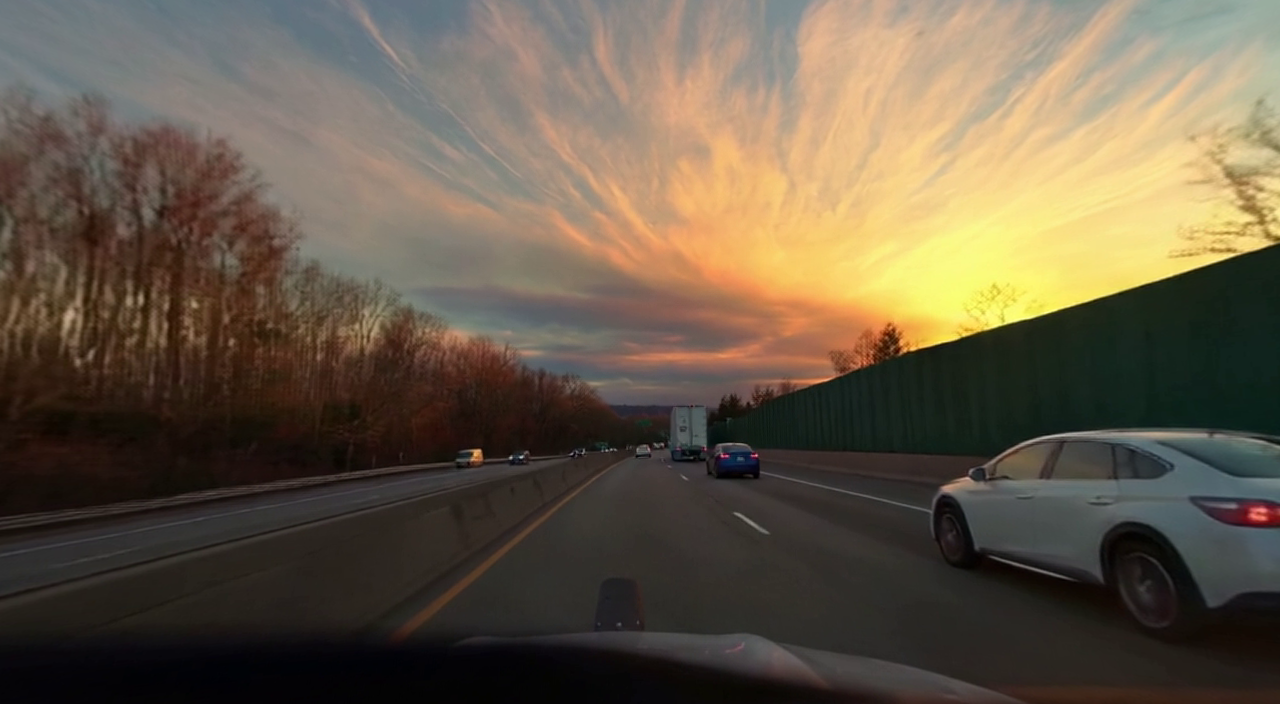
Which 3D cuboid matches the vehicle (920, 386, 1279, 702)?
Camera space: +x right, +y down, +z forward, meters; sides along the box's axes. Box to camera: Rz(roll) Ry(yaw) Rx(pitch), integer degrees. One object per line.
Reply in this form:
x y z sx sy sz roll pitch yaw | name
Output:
4.057 1.178 4.703 1.940 1.539 4.005 1 -8 -2 | vehicle

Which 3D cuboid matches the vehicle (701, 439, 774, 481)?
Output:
3.666 4.136 24.490 2.000 1.473 4.440 1 -8 -2 | vehicle
